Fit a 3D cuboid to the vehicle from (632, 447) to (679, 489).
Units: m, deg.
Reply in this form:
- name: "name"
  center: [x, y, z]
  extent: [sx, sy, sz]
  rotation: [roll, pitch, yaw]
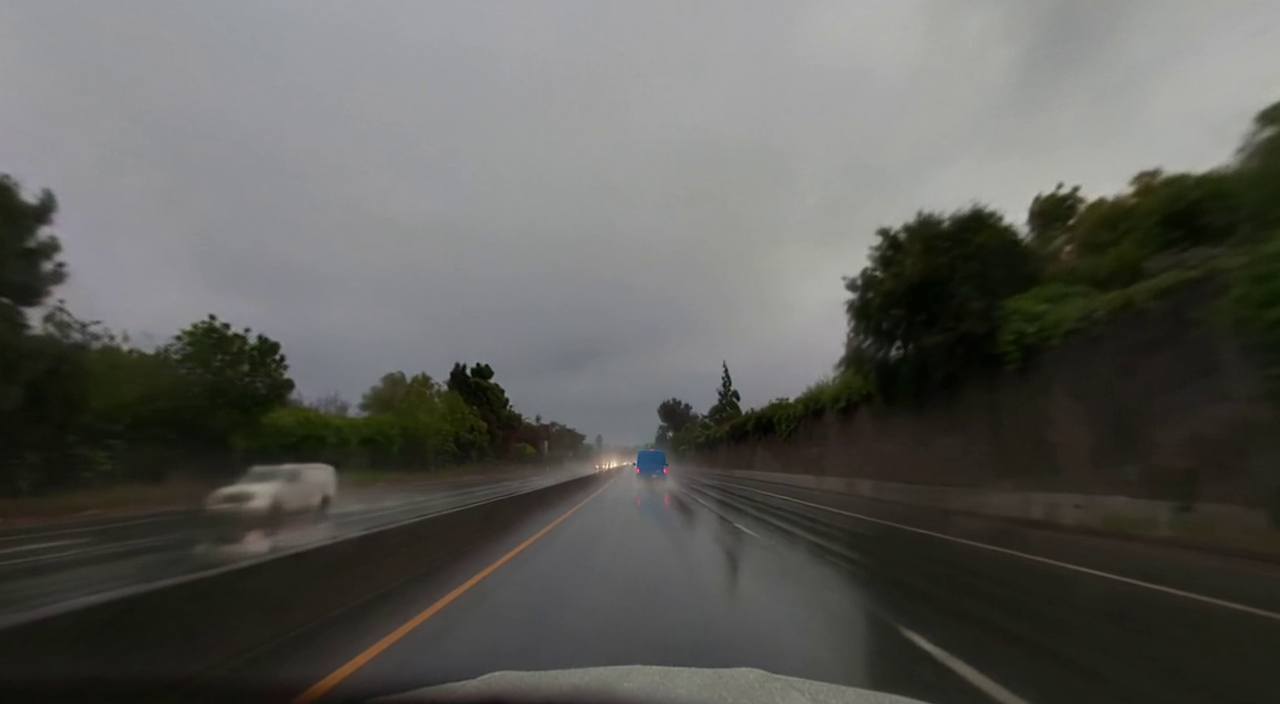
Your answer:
- name: "vehicle"
  center: [0.821, 6.690, 36.367]
  extent: [2.429, 2.167, 4.558]
  rotation: [1, -11, -2]

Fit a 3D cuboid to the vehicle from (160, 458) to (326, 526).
- name: "vehicle"
  center: [-11.745, 4.162, 19.139]
  extent: [2.023, 1.743, 4.528]
  rotation: [1, -10, 0]
